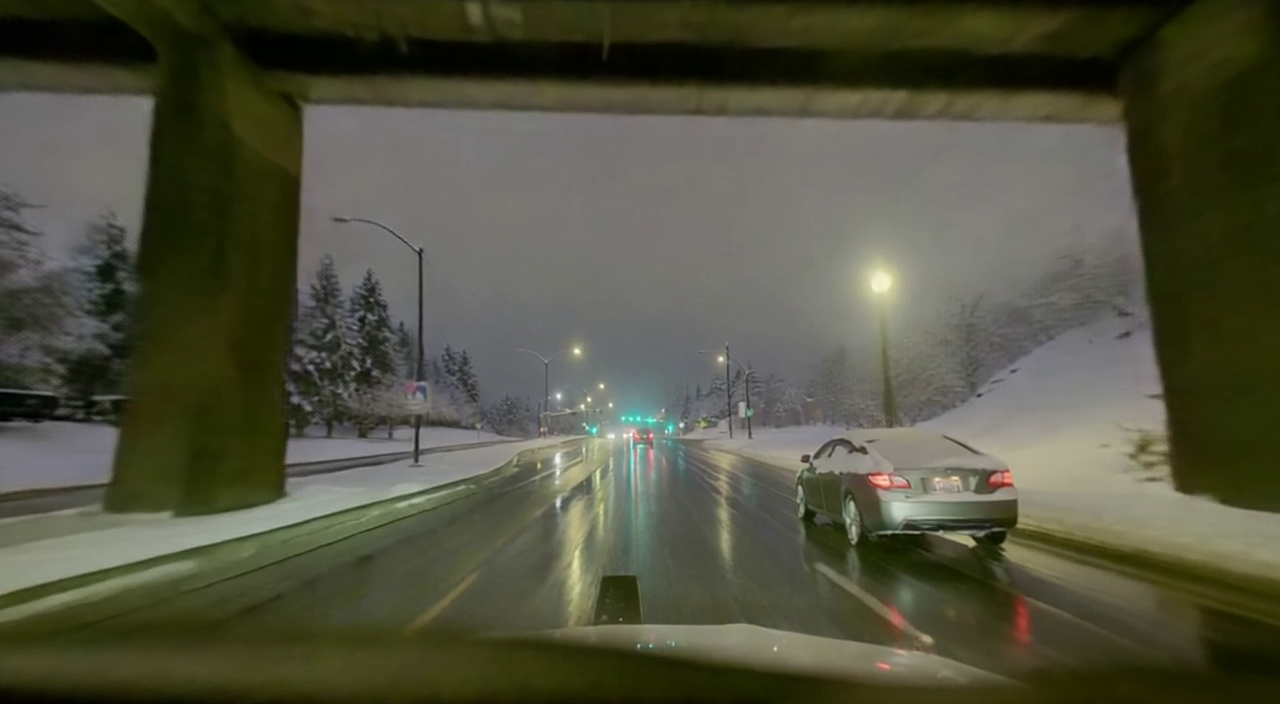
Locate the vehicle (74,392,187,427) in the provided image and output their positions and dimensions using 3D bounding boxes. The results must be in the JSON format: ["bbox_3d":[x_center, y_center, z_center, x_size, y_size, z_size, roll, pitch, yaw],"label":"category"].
[{"bbox_3d":[-37.151,4.298,46.230,2.256,2.170,6.436,-1,-8,9],"label":"vehicle"}]

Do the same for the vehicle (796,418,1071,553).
[{"bbox_3d":[3.957,1.872,9.563,2.063,1.542,4.420,0,-8,1],"label":"vehicle"}]
